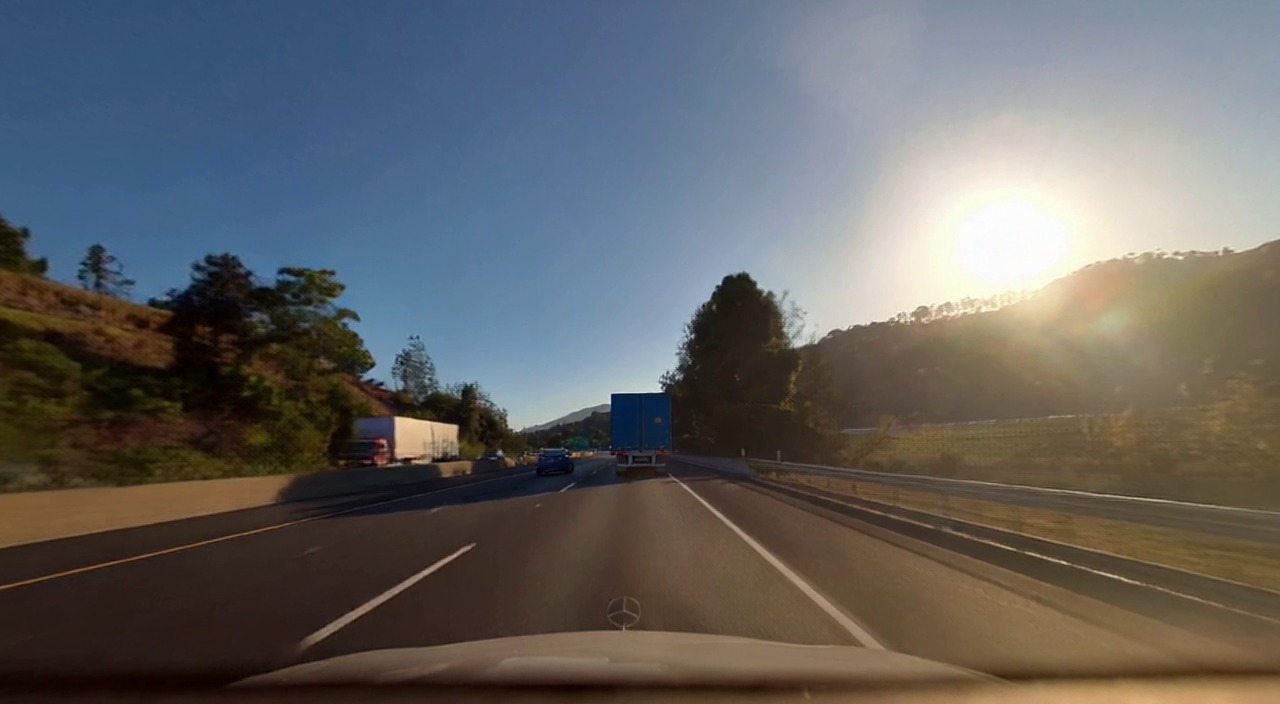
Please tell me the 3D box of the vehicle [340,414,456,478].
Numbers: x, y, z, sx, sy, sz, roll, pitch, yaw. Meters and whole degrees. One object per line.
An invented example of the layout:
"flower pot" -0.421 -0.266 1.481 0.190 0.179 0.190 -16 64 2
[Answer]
"vehicle" -18.125 7.413 49.261 2.912 4.071 16.625 0 -9 -1

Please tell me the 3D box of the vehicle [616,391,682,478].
"vehicle" 0.316 4.421 32.879 2.959 3.828 9.617 0 -9 -1

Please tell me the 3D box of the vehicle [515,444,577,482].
"vehicle" -4.129 4.974 28.555 2.074 1.546 4.946 0 -9 0
